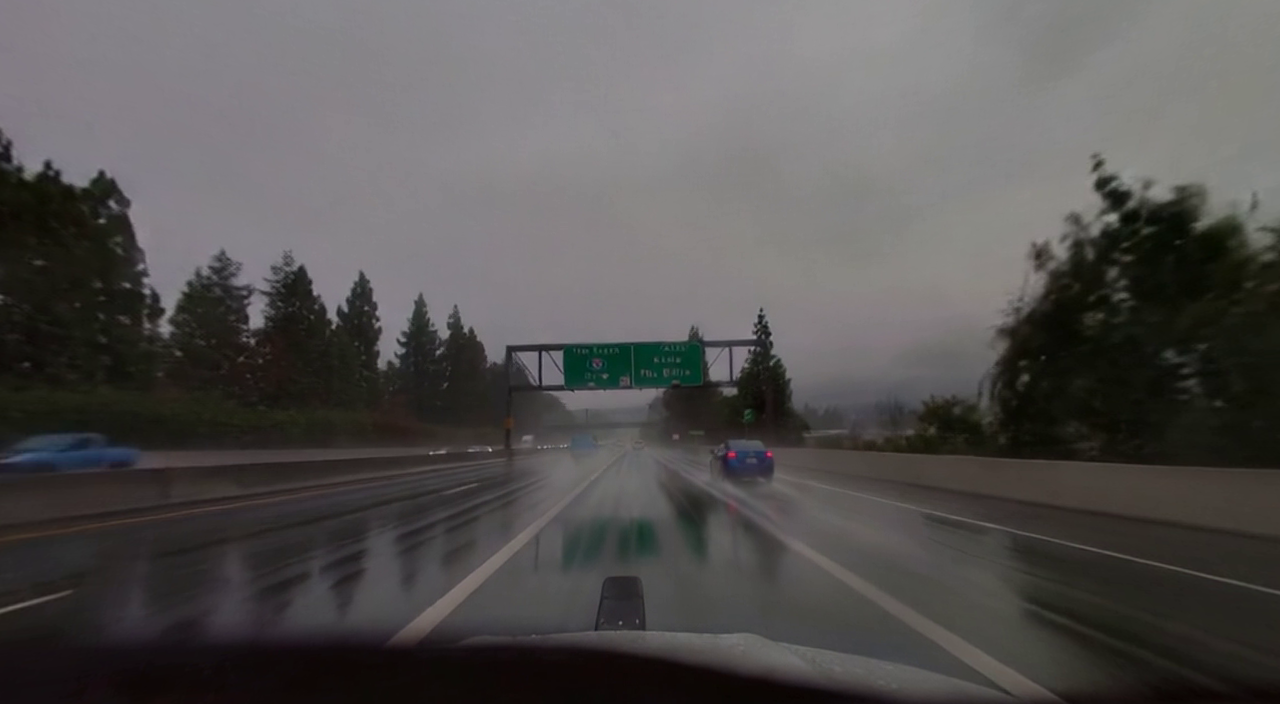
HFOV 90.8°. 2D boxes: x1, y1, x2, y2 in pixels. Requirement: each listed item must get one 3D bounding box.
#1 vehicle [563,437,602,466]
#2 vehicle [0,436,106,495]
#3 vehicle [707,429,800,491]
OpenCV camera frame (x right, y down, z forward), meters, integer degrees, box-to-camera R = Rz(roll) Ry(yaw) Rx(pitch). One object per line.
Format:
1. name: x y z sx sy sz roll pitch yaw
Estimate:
1. vehicle: -3.770 6.605 42.072 2.173 1.793 4.564 0 -9 0
2. vehicle: -21.489 3.857 21.729 2.123 1.862 4.696 0 -9 -1
3. vehicle: 3.438 3.377 19.965 2.053 1.714 4.097 0 -9 -1
